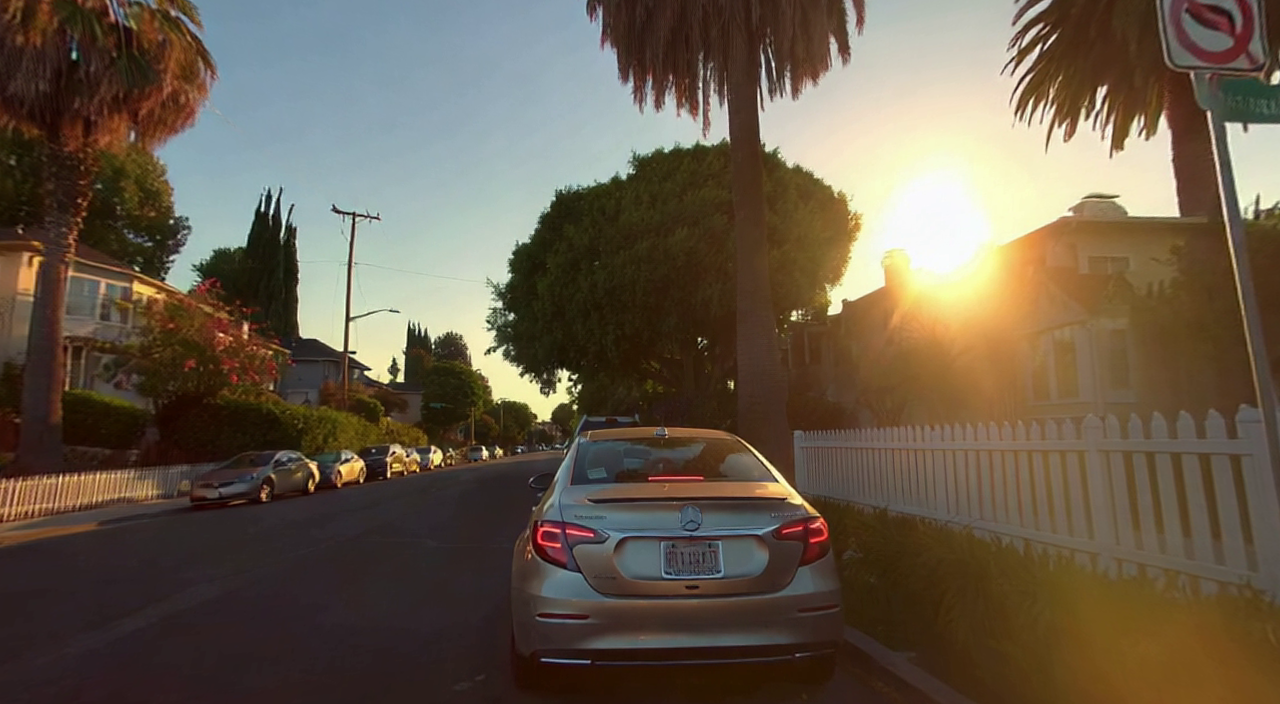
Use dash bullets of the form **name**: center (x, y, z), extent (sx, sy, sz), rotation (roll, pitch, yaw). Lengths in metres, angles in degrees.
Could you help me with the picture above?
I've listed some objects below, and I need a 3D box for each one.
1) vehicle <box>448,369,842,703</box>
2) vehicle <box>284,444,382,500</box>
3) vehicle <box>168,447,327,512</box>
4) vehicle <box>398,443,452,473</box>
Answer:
- **vehicle**: center (-0.134, 1.215, 4.992), extent (1.894, 1.695, 3.795), rotation (1, -8, -6)
- **vehicle**: center (-12.131, 4.716, 25.254), extent (2.048, 1.485, 4.757), rotation (-4, -4, -7)
- **vehicle**: center (-11.379, 3.662, 18.797), extent (2.017, 1.627, 5.039), rotation (1, -8, -7)
- **vehicle**: center (-13.131, 6.475, 38.717), extent (2.060, 1.689, 4.999), rotation (1, -8, -7)
